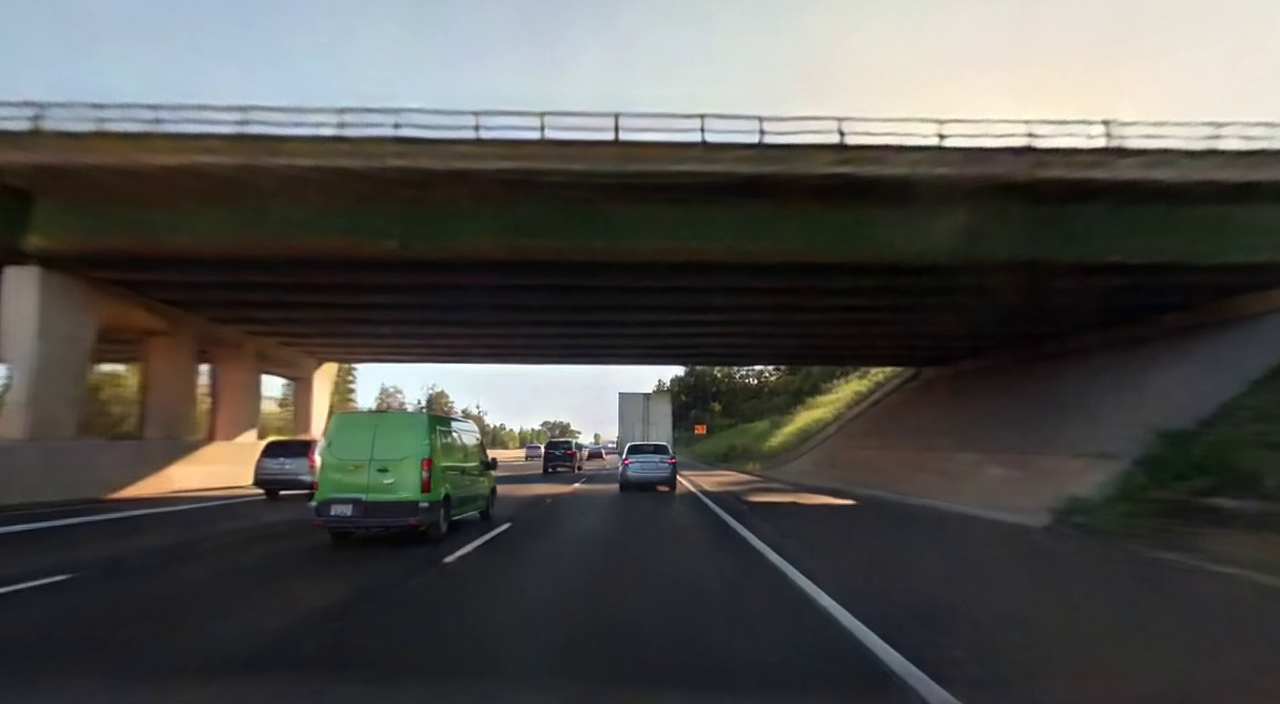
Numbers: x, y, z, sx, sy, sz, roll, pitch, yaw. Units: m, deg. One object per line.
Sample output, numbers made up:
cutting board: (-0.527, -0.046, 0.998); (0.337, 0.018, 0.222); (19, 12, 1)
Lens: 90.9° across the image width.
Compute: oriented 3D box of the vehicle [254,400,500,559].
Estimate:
vehicle: (-3.591, 1.830, 9.583); (1.951, 1.882, 3.979); (0, -9, 1)

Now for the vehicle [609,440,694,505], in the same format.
vehicle: (0.246, 3.089, 16.520); (1.991, 1.507, 3.391); (0, -9, -1)

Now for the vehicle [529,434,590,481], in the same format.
vehicle: (-3.416, 4.599, 27.651); (2.068, 1.862, 4.234); (0, -9, 1)

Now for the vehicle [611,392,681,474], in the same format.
vehicle: (0.494, 5.250, 38.924); (3.289, 3.822, 18.653); (0, -9, 1)
